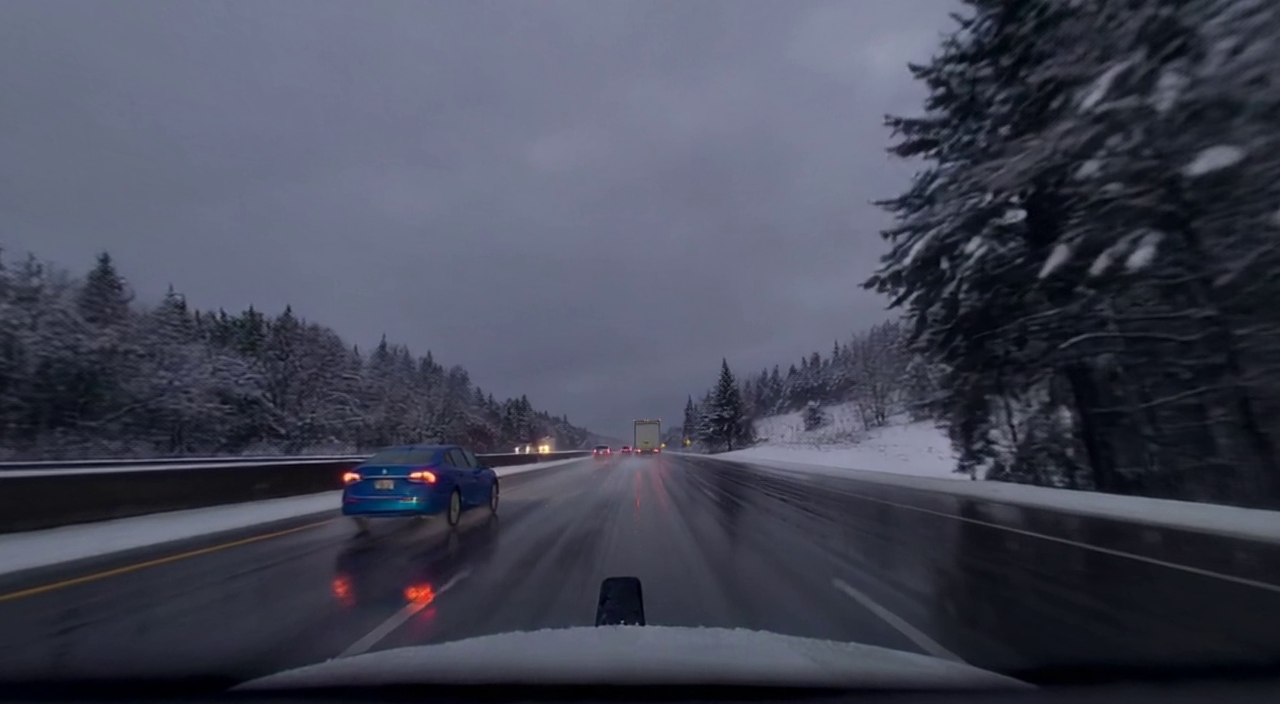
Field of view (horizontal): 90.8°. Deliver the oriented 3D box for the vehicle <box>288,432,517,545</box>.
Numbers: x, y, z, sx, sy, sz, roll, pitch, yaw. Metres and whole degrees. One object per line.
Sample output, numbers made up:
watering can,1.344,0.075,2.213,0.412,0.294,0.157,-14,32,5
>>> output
vehicle,-3.768,2.273,11.219,1.999,1.533,4.870,-1,-9,3
